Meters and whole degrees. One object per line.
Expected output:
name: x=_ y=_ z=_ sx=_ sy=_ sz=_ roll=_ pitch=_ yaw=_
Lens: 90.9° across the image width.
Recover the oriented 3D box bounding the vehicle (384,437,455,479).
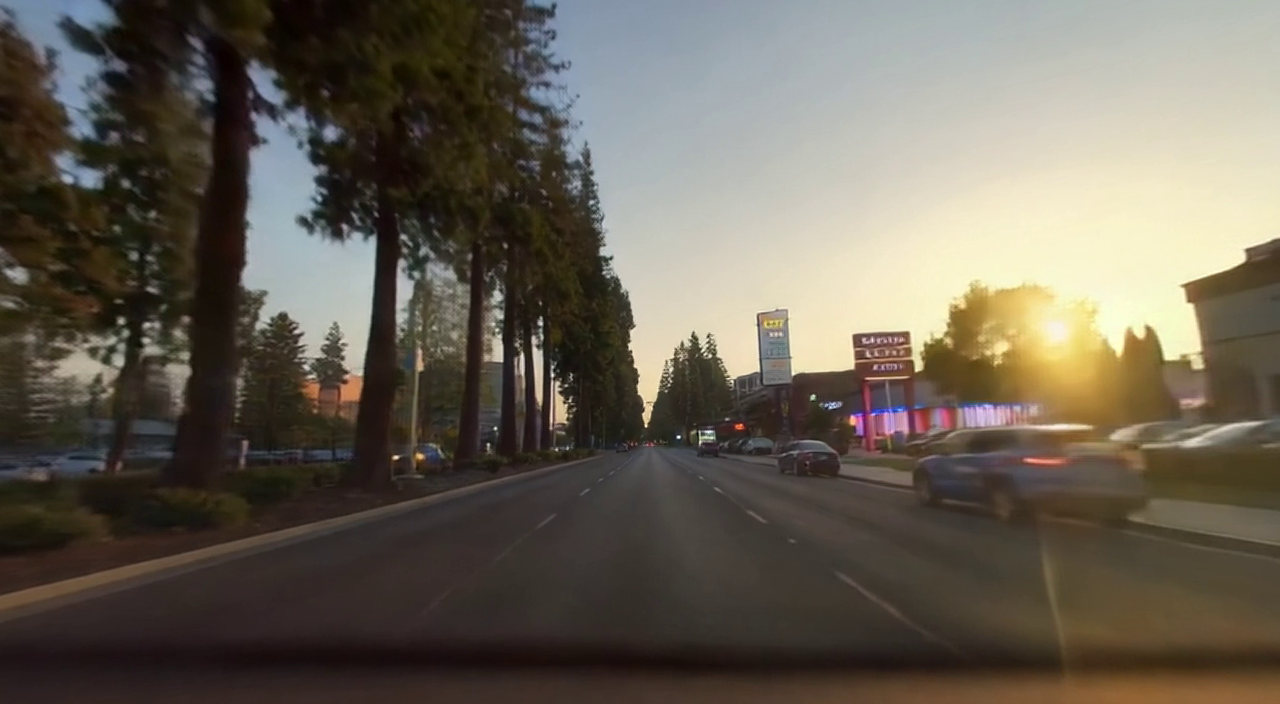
vehicle: x=-12.076 y=5.792 z=34.896 sx=2.157 sy=2.139 sz=4.800 roll=0 pitch=-8 yaw=0

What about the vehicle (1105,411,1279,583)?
vehicle: x=7.031 y=1.376 z=6.024 sx=1.919 sy=1.616 sz=4.315 roll=0 pitch=-8 yaw=2

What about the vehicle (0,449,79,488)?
vehicle: x=-31.935 y=5.895 z=31.957 sx=4.797 sy=1.850 sz=2.224 roll=0 pitch=-8 yaw=0

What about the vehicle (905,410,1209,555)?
vehicle: x=7.101 y=2.244 z=11.675 sx=2.157 sy=2.057 sz=4.994 roll=0 pitch=-8 yaw=0

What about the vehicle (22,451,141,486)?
vehicle: x=-32.247 y=6.705 z=36.486 sx=4.740 sy=1.853 sz=2.161 roll=0 pitch=-8 yaw=-1

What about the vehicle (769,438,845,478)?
vehicle: x=7.281 y=4.654 z=28.075 sx=2.122 sy=1.602 sz=4.928 roll=-1 pitch=-8 yaw=1
